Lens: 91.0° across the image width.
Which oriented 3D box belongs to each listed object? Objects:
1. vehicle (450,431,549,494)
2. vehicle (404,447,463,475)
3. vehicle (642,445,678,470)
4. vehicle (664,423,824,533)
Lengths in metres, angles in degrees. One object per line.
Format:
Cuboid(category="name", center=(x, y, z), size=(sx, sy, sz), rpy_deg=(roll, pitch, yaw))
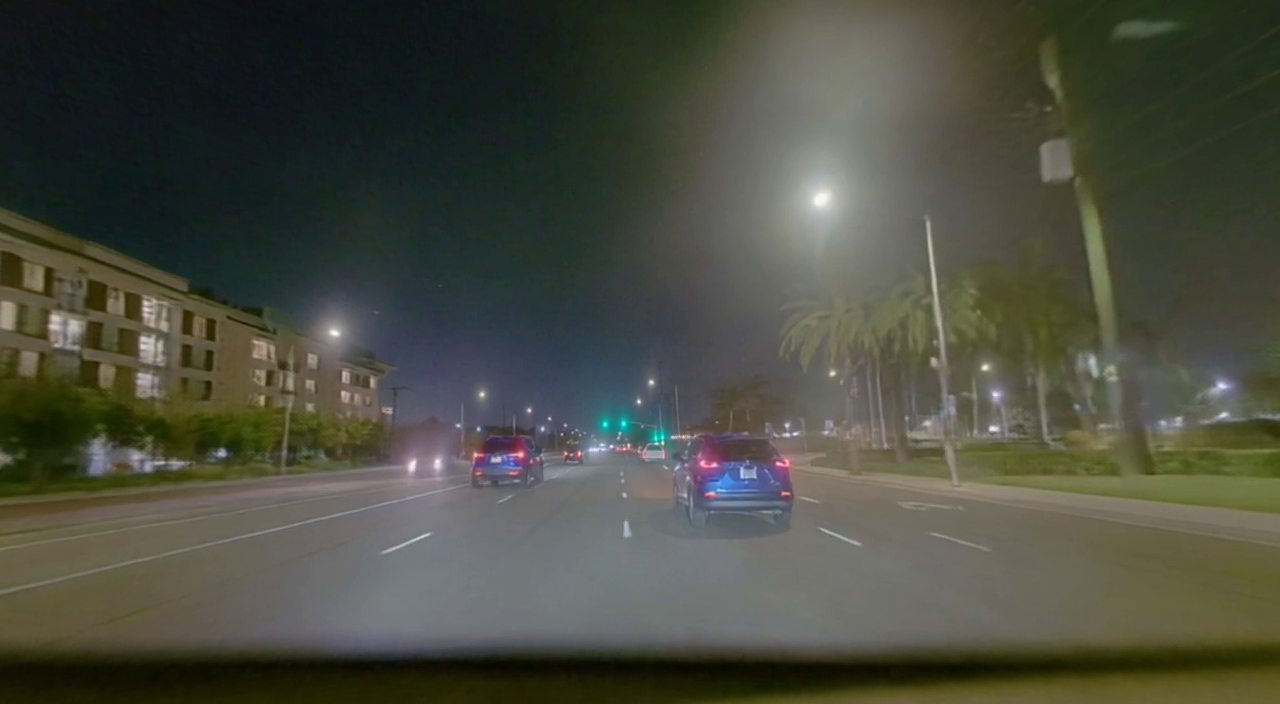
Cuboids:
Cuboid(category="vehicle", center=(-4.444, 3.598, 20.794), size=(2.169, 1.796, 4.821), rpy_deg=(0, -9, 0))
Cuboid(category="vehicle", center=(-12.608, 6.664, 38.854), size=(1.996, 1.569, 5.041), rpy_deg=(0, -9, -1))
Cuboid(category="vehicle", center=(1.211, 6.741, 40.307), size=(1.981, 1.472, 3.923), rpy_deg=(0, -9, -3))
Cuboid(category="vehicle", center=(1.730, 2.313, 12.134), size=(2.198, 1.706, 4.166), rpy_deg=(0, -9, -3))
